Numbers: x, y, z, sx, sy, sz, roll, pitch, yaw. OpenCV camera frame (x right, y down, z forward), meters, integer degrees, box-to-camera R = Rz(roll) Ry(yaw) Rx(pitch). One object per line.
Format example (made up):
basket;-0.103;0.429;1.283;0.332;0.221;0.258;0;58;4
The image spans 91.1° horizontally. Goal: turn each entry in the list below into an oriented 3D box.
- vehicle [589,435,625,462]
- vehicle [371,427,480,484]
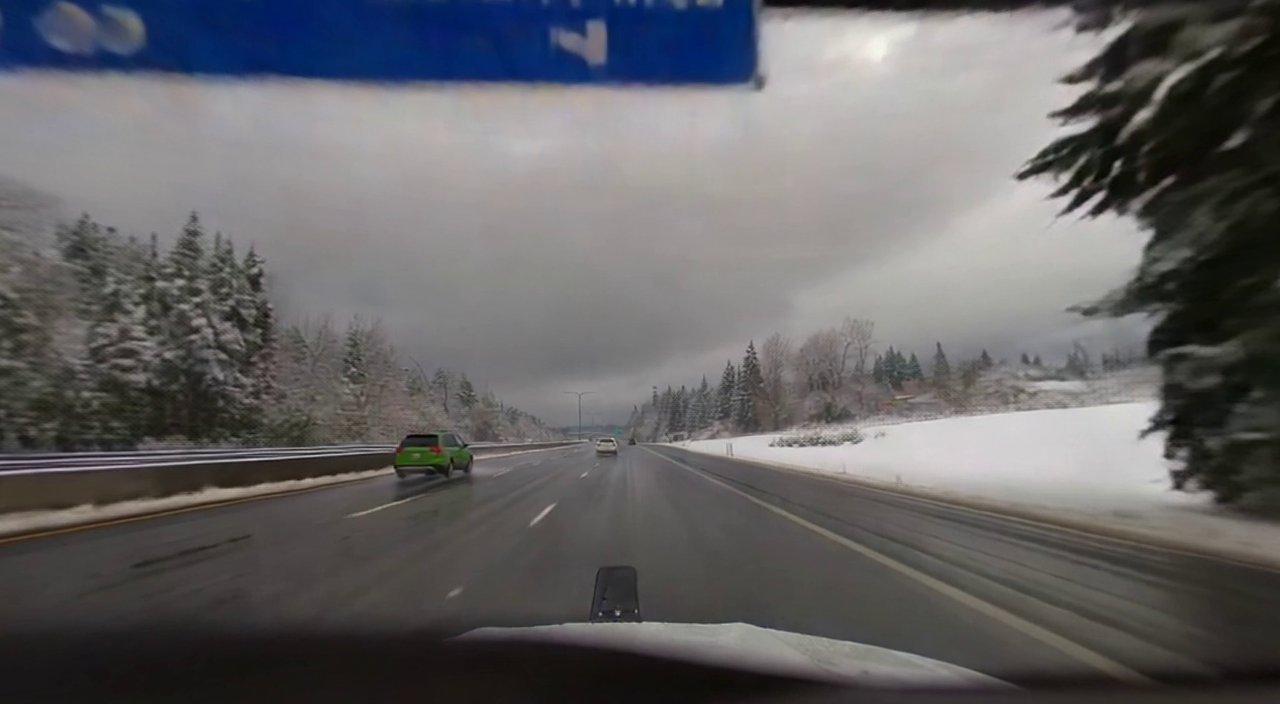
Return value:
vehicle;-1.939;5.867;38.306;2.010;1.534;4.013;0;-8;0
vehicle;-6.980;3.407;21.062;2.111;1.689;4.505;0;-8;-1
